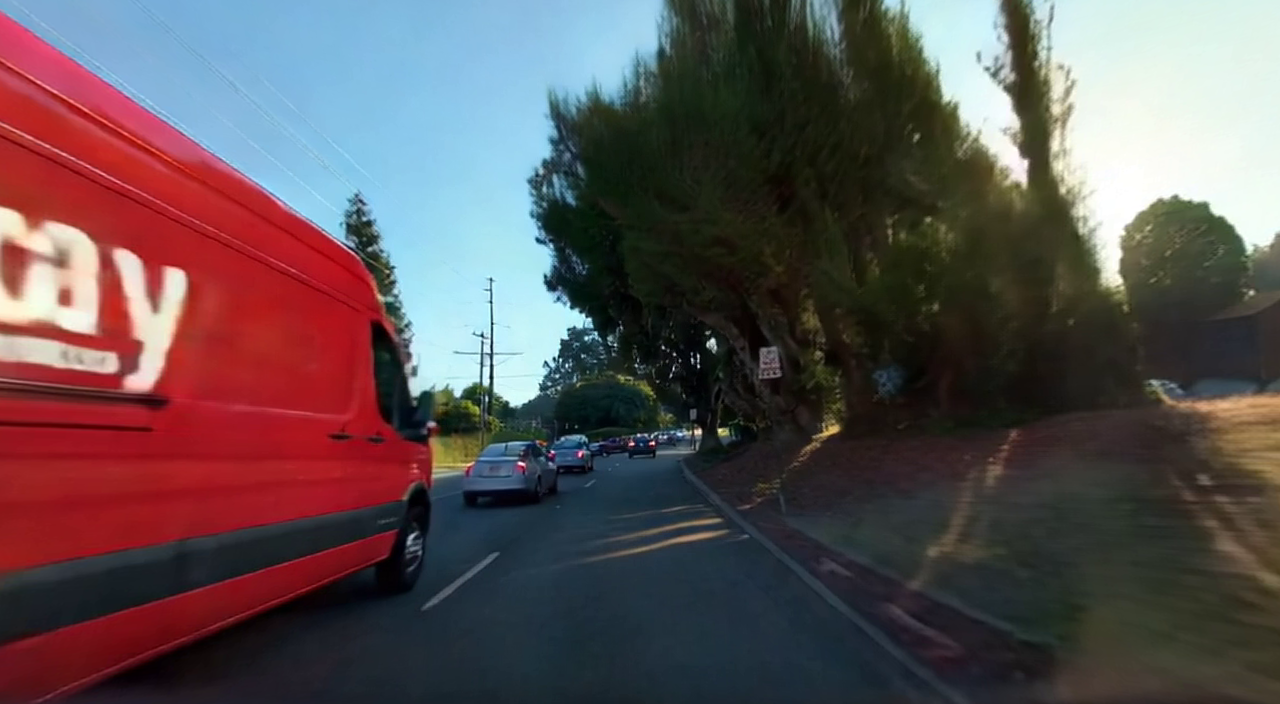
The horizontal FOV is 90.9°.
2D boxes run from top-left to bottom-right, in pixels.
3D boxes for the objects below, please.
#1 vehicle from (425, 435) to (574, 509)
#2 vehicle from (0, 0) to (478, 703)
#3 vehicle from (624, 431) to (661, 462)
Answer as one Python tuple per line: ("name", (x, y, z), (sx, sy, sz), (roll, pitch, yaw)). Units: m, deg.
("vehicle", (-3.106, 2.788, 15.247), (2.260, 1.465, 4.972), (-1, -8, 3))
("vehicle", (-3.437, 0.188, 2.904), (2.818, 3.181, 9.114), (0, -8, 1))
("vehicle", (0.231, 6.061, 40.436), (2.241, 1.912, 4.095), (0, -8, 2))
